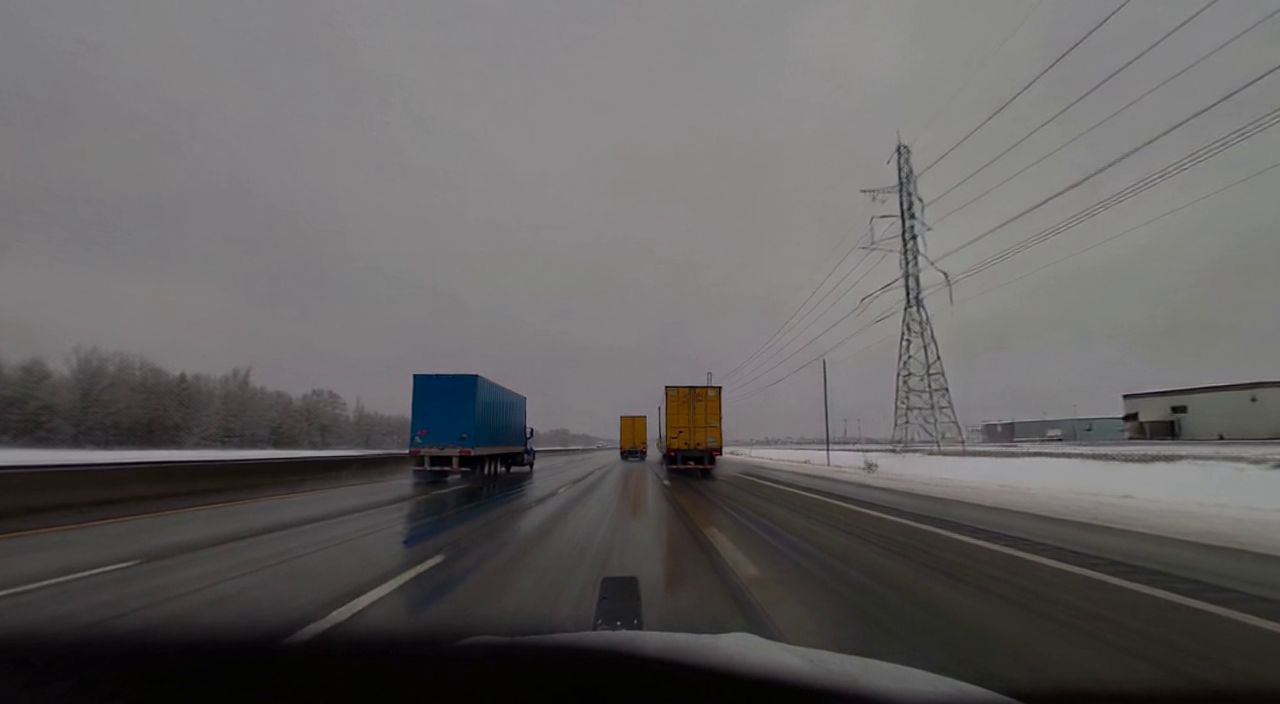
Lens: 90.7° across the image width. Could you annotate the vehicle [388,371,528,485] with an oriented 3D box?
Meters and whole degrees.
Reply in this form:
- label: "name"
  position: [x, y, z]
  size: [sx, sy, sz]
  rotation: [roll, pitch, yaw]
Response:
- label: "vehicle"
  position: [-7.352, 3.479, 27.771]
  size: [2.937, 3.981, 11.119]
  rotation: [0, -9, 0]
